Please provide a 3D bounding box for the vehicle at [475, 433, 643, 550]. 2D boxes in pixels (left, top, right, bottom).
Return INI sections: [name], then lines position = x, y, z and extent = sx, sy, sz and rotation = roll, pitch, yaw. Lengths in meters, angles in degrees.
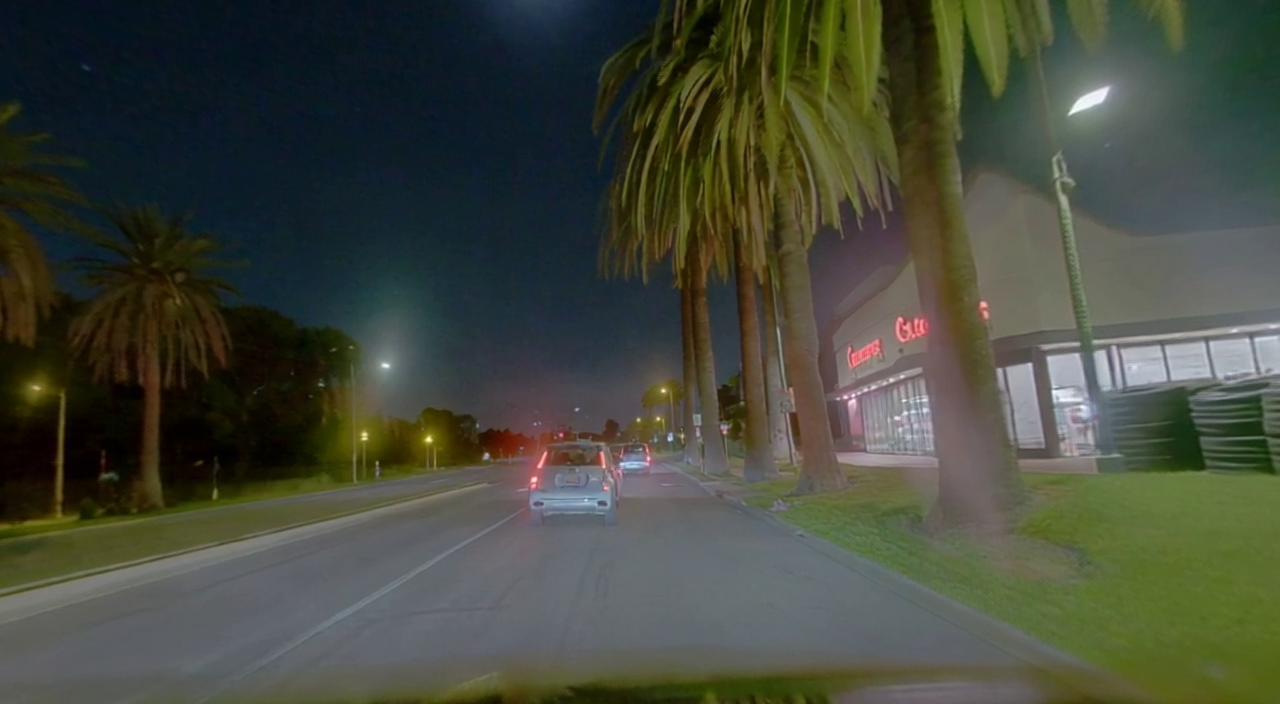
[vehicle]
position = -1.098, 2.127, 10.306
extent = 2.169, 1.495, 4.048
rotation = 0, -8, -1
